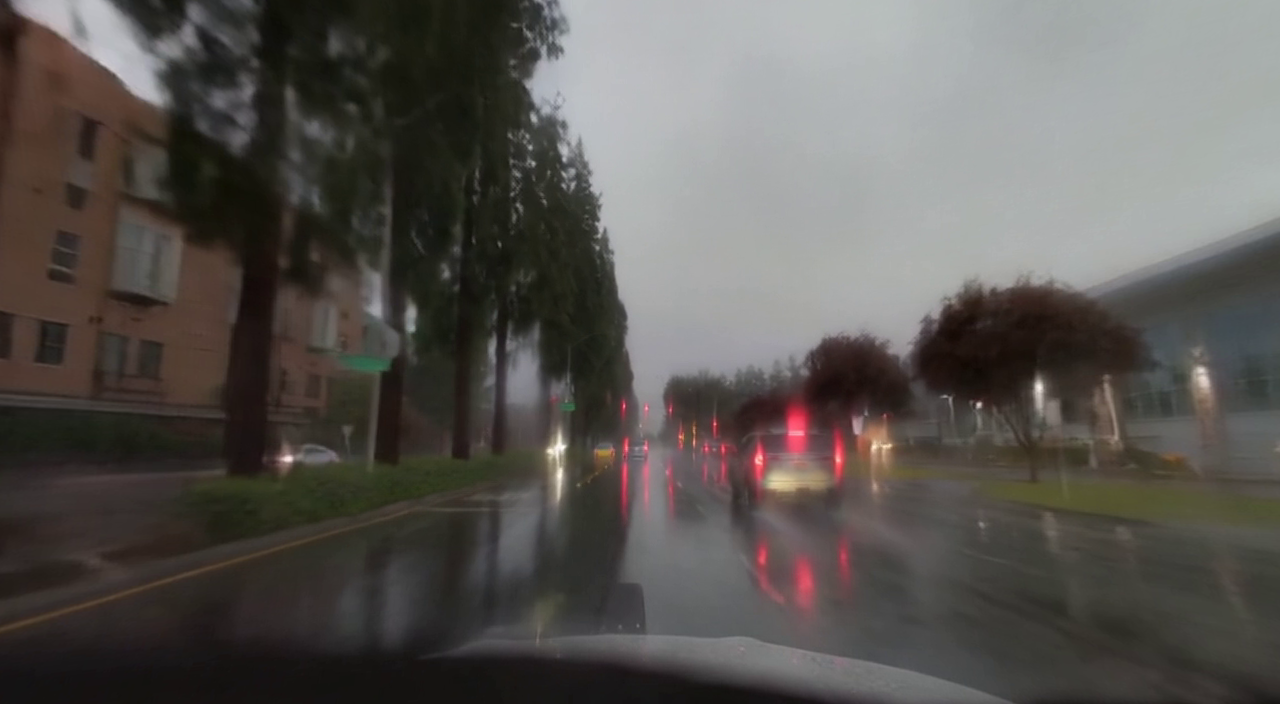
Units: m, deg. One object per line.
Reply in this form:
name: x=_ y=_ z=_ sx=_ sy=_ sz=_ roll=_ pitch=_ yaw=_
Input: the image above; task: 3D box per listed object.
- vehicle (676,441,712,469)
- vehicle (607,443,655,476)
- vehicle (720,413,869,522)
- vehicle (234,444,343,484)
vehicle: x=3.451 y=6.651 z=40.974 sx=1.922 sy=1.708 sz=4.126 roll=0 pitch=-9 yaw=-1
vehicle: x=-0.409 y=5.036 z=29.765 sx=2.119 sy=1.460 sz=3.847 roll=0 pitch=-9 yaw=0
vehicle: x=3.063 y=2.413 z=13.638 sx=2.035 sy=1.940 sz=4.299 roll=0 pitch=-9 yaw=-1
vehicle: x=-14.374 y=4.597 z=26.169 sx=1.913 sy=1.477 sz=4.470 roll=0 pitch=-9 yaw=1
